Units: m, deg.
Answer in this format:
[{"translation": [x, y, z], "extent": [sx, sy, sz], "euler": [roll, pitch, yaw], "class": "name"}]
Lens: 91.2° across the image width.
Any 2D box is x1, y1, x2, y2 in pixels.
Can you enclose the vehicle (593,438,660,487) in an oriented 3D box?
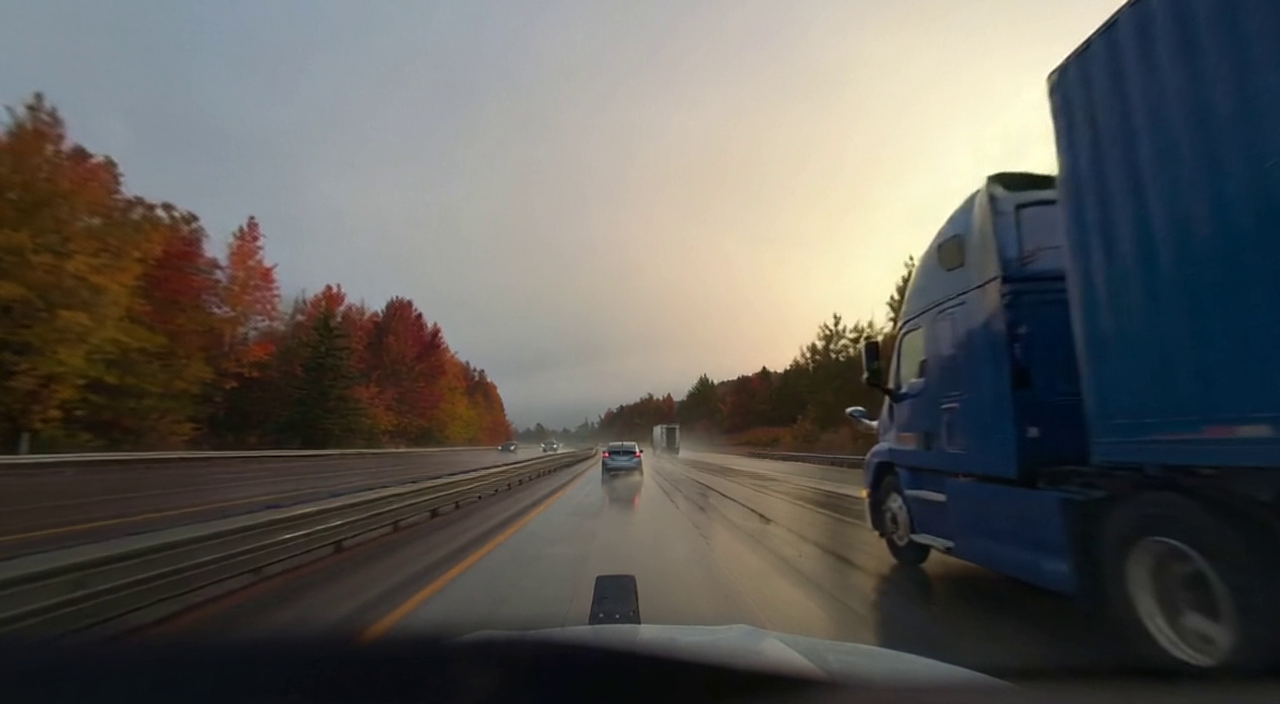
[{"translation": [-0.468, 3.787, 21.761], "extent": [2.099, 1.506, 4.097], "euler": [0, -9, -1], "class": "vehicle"}]
